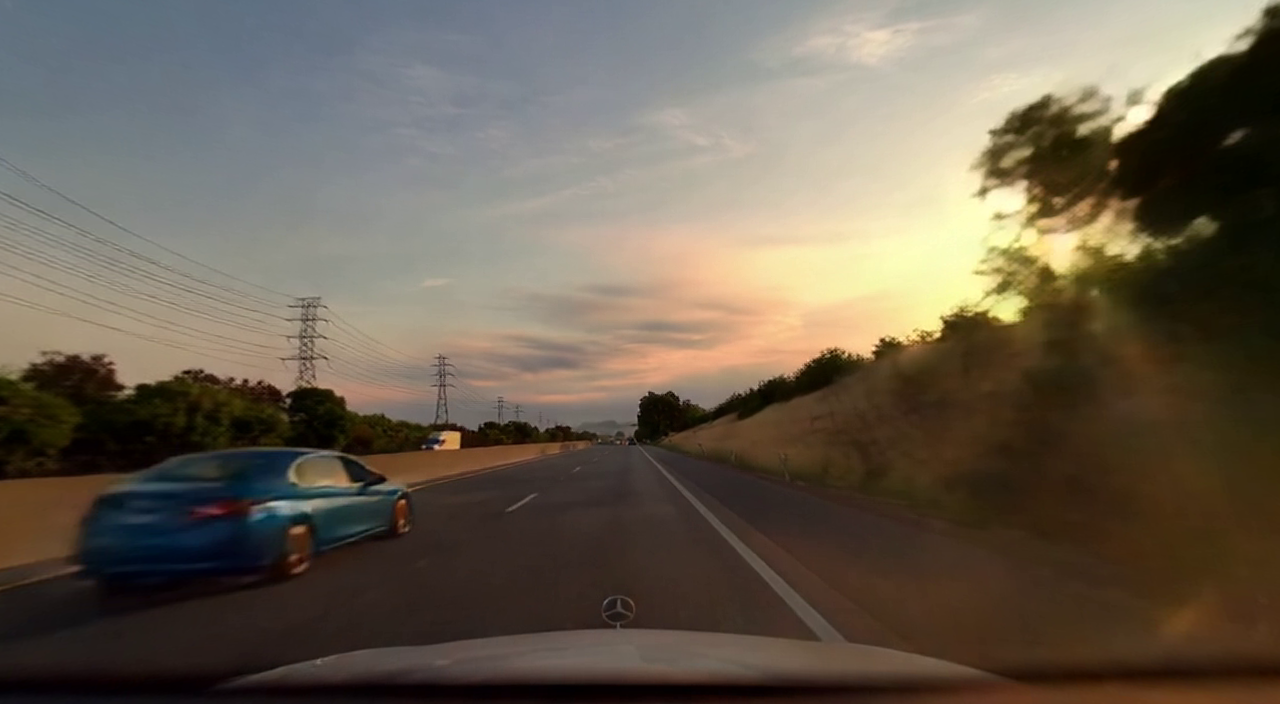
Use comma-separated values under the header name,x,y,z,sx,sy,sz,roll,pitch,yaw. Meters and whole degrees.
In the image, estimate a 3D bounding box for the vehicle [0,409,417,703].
name,x,y,z,sx,sy,sz,roll,pitch,yaw
vehicle,-3.936,1.427,5.628,2.158,1.604,4.679,0,-8,0
